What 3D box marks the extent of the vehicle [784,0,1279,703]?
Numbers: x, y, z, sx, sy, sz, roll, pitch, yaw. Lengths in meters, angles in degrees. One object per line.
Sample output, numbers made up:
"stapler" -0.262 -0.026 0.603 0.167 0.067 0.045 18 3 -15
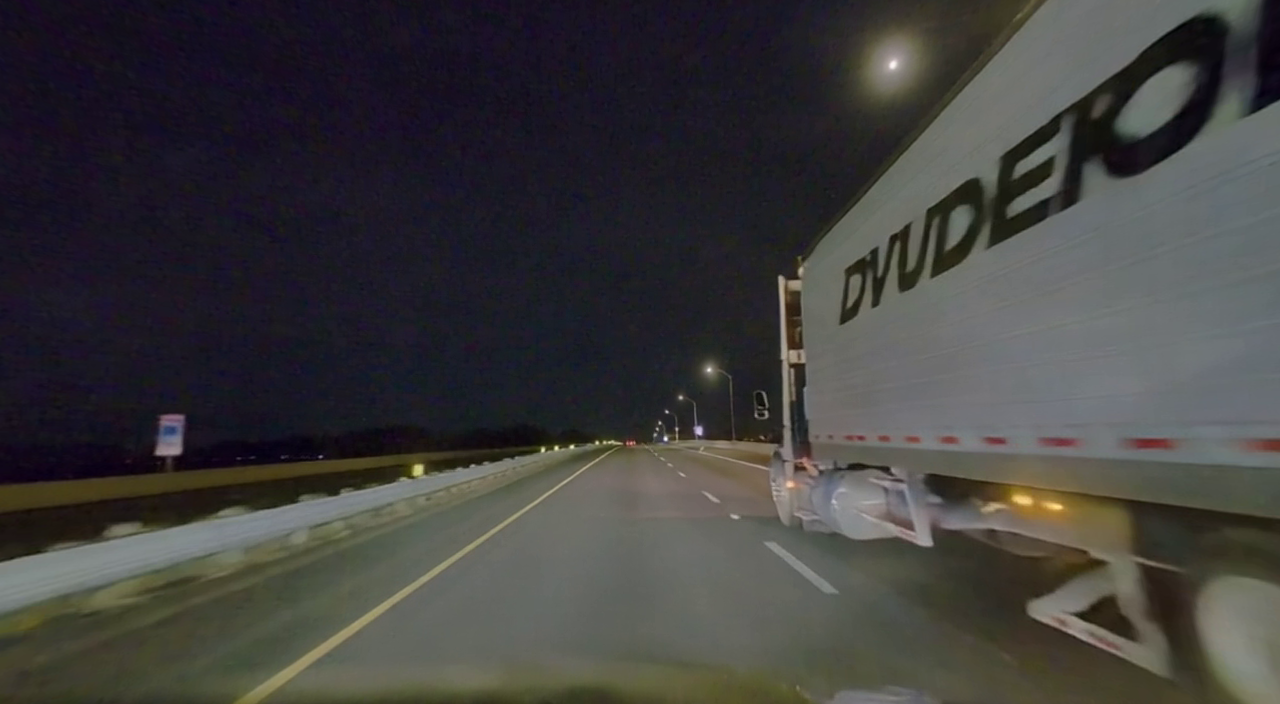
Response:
"vehicle" 3.859 -0.111 4.442 2.995 3.911 10.582 0 -8 -1
